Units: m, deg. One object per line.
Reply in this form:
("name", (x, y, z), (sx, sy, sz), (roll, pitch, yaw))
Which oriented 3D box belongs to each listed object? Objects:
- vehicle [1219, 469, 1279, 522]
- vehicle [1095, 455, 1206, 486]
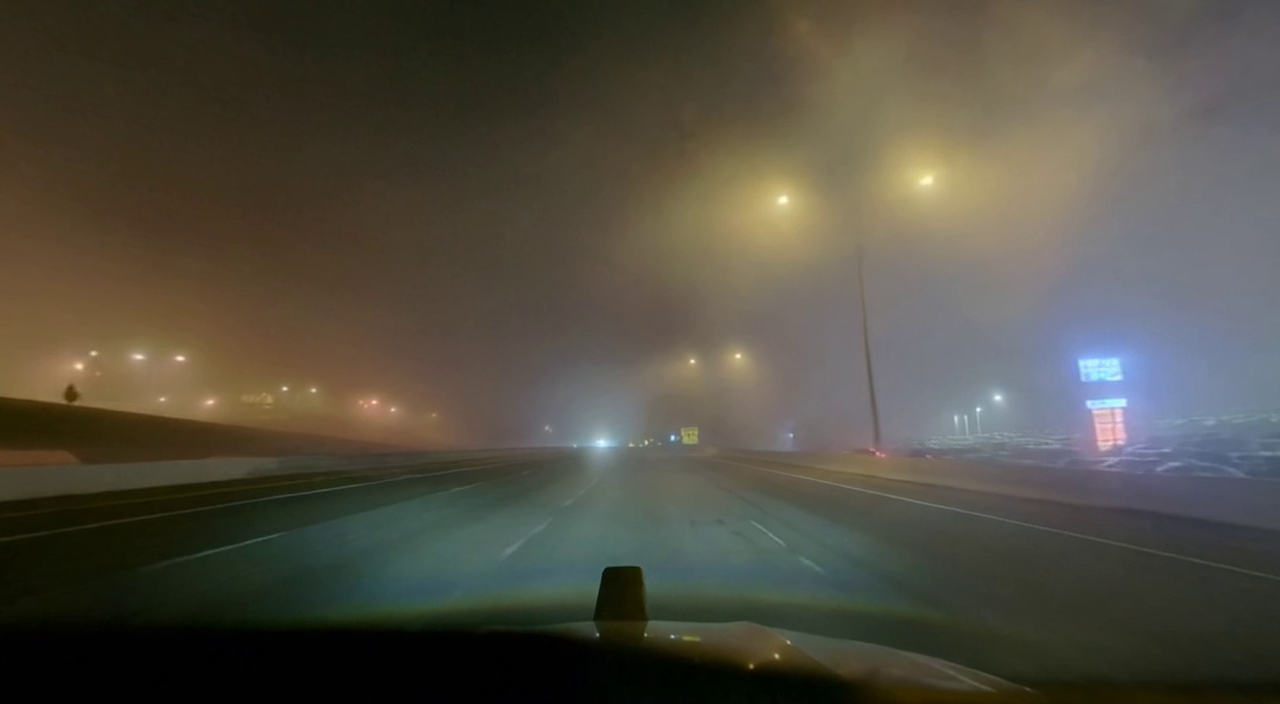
("vehicle", (20.295, 4.635, 20.602), (3.461, 1.436, 1.736), (8, -12, -44))
("vehicle", (30.279, 7.022, 37.528), (4.607, 1.749, 2.090), (-1, -9, 2))
